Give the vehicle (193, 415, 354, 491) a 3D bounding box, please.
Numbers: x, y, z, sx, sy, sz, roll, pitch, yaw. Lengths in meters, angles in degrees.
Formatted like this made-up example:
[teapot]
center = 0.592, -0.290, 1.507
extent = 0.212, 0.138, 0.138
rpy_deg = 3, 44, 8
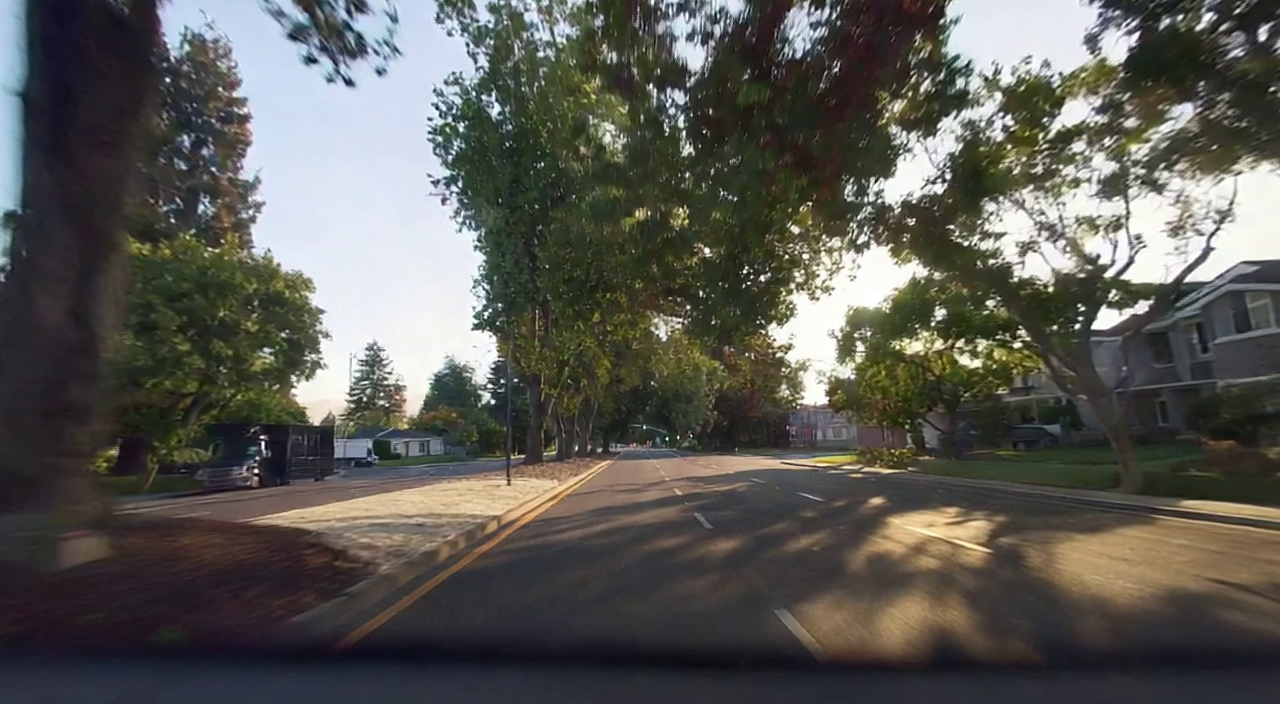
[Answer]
[vehicle]
center = -19.499, 5.503, 34.726
extent = 2.866, 3.528, 9.798
rpy_deg = 0, -9, 0
